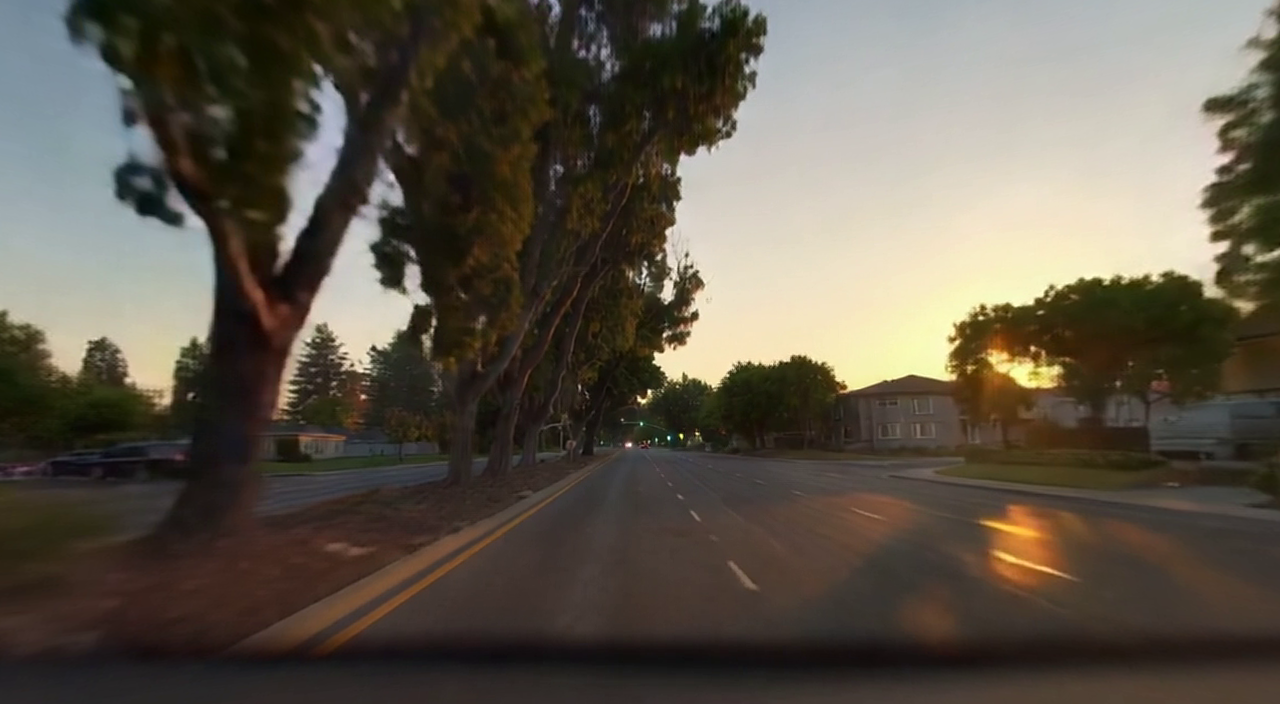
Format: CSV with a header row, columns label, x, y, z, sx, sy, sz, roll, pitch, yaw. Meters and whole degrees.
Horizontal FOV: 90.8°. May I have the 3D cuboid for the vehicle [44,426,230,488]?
label,x,y,z,sx,sy,sz,roll,pitch,yaw
vehicle,-28.922,6.062,36.556,8.492,3.055,3.116,-4,-9,6

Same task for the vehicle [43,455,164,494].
label,x,y,z,sx,sy,sz,roll,pitch,yaw
vehicle,-26.131,5.946,30.911,1.862,1.336,4.115,-14,-11,31
